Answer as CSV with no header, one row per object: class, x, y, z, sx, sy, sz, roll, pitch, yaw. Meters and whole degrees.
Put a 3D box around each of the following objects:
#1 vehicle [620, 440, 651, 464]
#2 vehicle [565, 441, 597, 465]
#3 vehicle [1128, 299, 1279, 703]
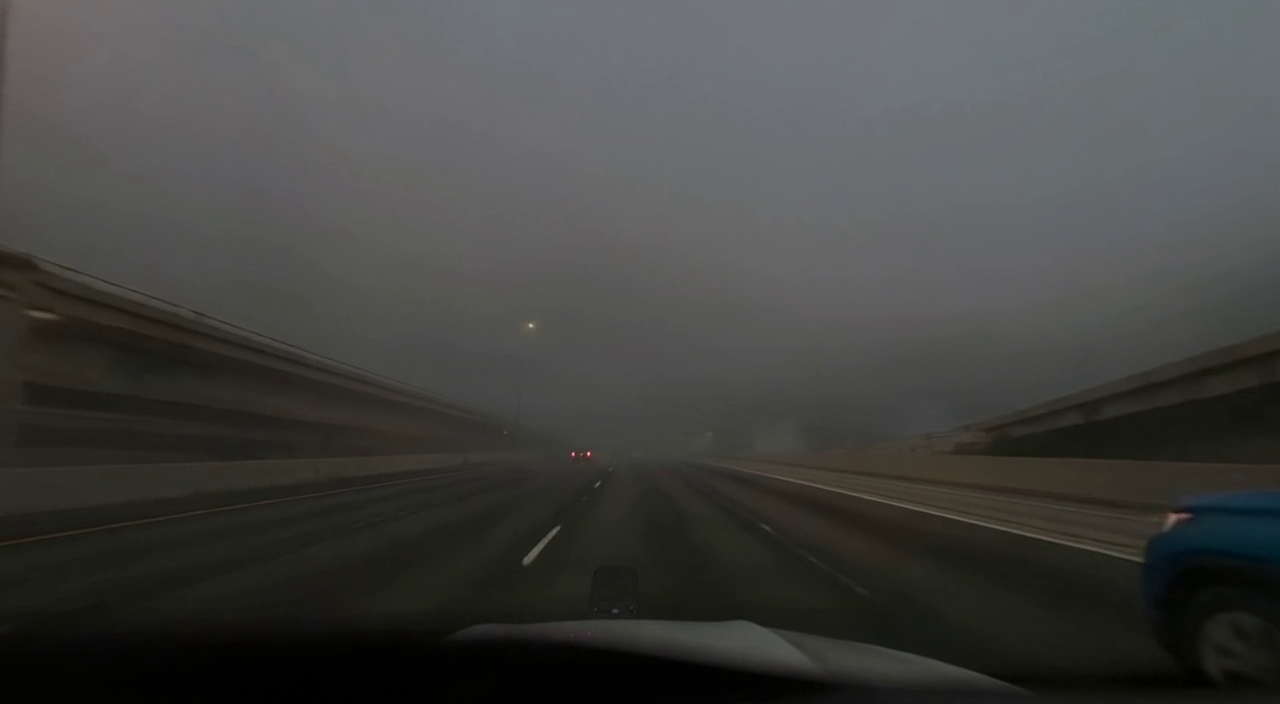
vehicle,-0.343,7.274,46.136,2.132,1.657,3.967,0,-8,-1
vehicle,-4.249,7.310,46.076,2.000,1.646,4.201,0,-8,-1
vehicle,3.703,0.466,0.801,2.288,1.841,4.779,0,-8,0
